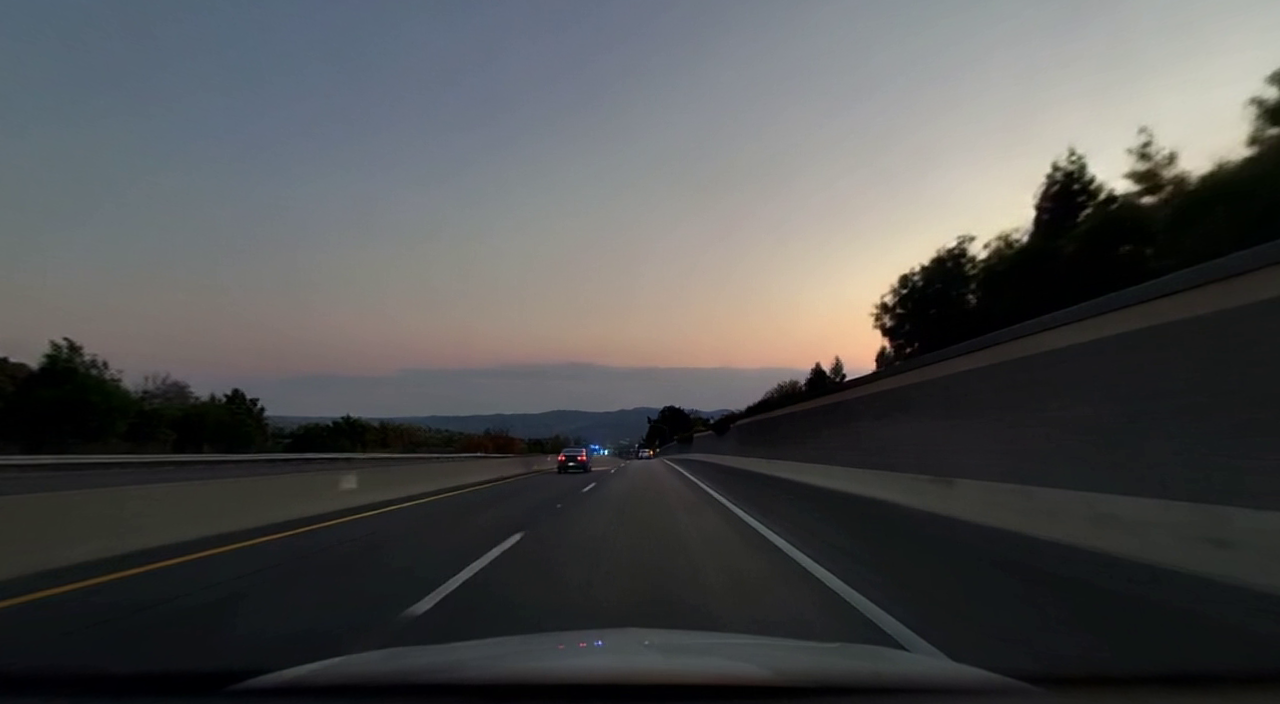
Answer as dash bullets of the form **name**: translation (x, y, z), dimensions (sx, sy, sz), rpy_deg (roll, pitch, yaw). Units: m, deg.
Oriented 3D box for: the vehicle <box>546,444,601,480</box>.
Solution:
- **vehicle**: translation (-2.948, 4.985, 28.865), dimensions (2.050, 1.530, 4.144), rpy_deg (0, -8, 0)
